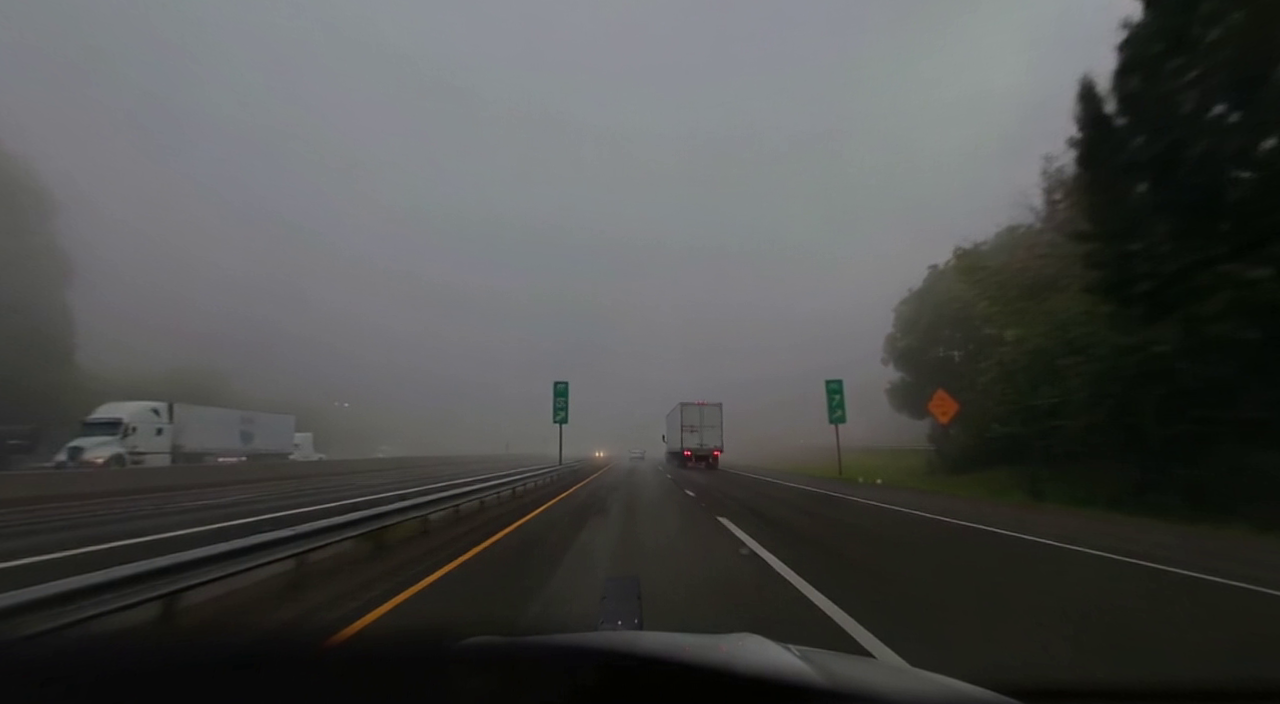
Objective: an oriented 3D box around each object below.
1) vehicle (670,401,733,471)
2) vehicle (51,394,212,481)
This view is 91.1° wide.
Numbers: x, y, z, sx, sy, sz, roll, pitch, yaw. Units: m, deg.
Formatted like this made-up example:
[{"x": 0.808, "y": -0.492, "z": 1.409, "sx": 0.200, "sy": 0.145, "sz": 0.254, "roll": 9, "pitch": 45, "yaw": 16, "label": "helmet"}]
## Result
[{"x": 3.959, "y": 5.990, "z": 43.870, "sx": 3.185, "sy": 4.154, "sz": 12.638, "roll": 0, "pitch": -9, "yaw": 0, "label": "vehicle"}, {"x": -26.205, "y": 4.522, "z": 32.907, "sx": 3.038, "sy": 4.079, "sz": 6.098, "roll": 0, "pitch": -9, "yaw": 1, "label": "vehicle"}]
